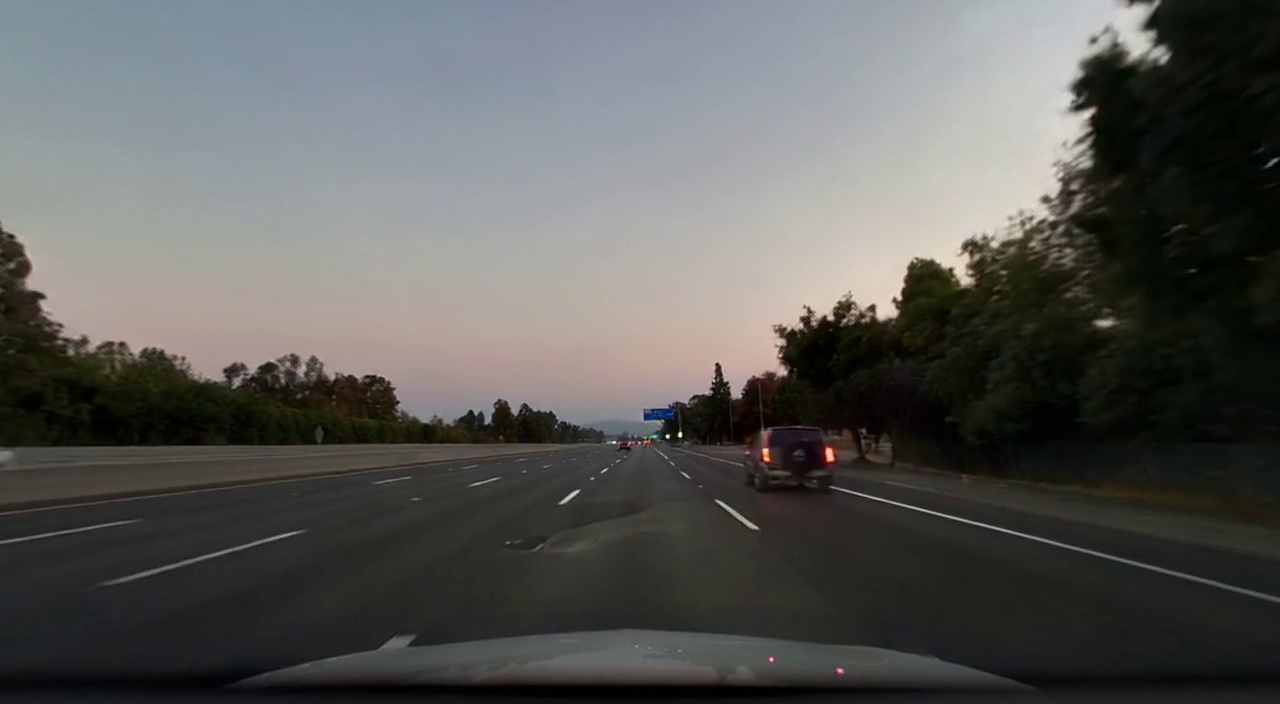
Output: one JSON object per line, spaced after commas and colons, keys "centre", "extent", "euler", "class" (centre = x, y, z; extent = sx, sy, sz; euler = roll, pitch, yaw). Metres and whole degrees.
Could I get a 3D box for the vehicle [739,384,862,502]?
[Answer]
{"centre": [3.748, 2.177, 15.340], "extent": [1.928, 2.466, 2.982], "euler": [-3, -8, -3], "class": "vehicle"}
